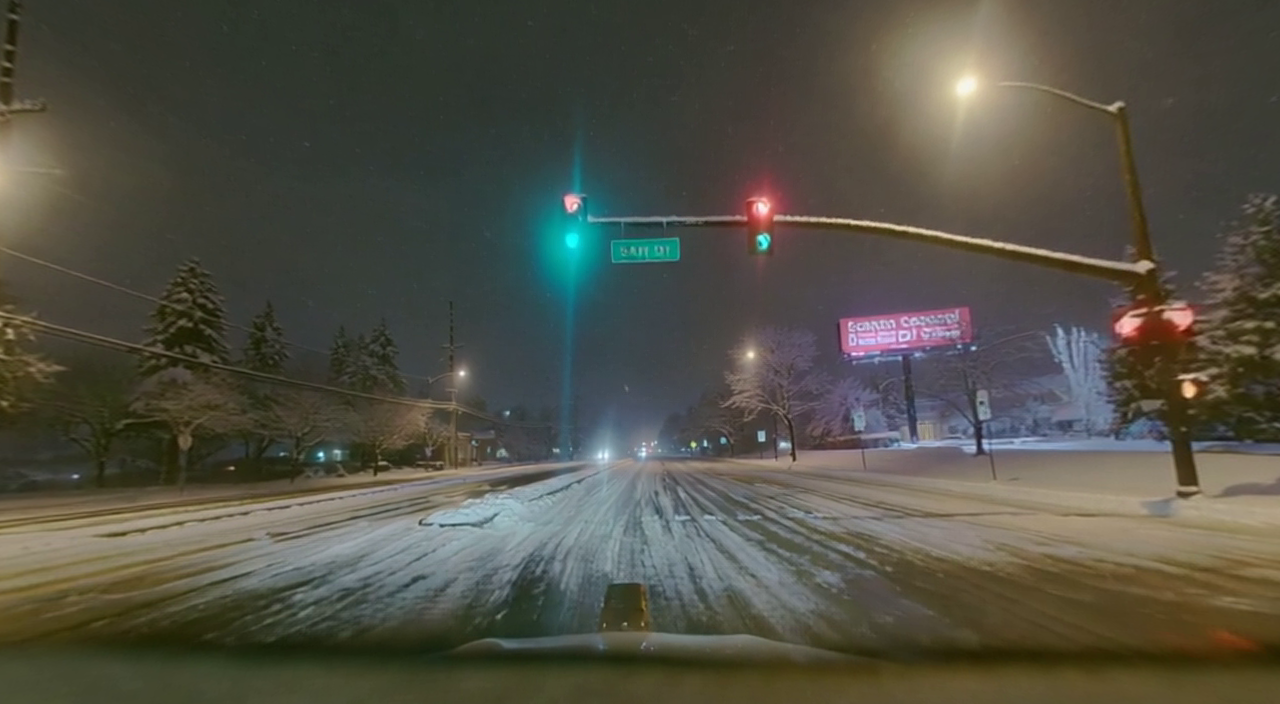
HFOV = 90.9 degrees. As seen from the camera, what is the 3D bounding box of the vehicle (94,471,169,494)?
[{"bbox_3d":[-37.310,9.570,46.387,1.736,1.399,4.271,-1,-8,4],"label":"vehicle"}]
